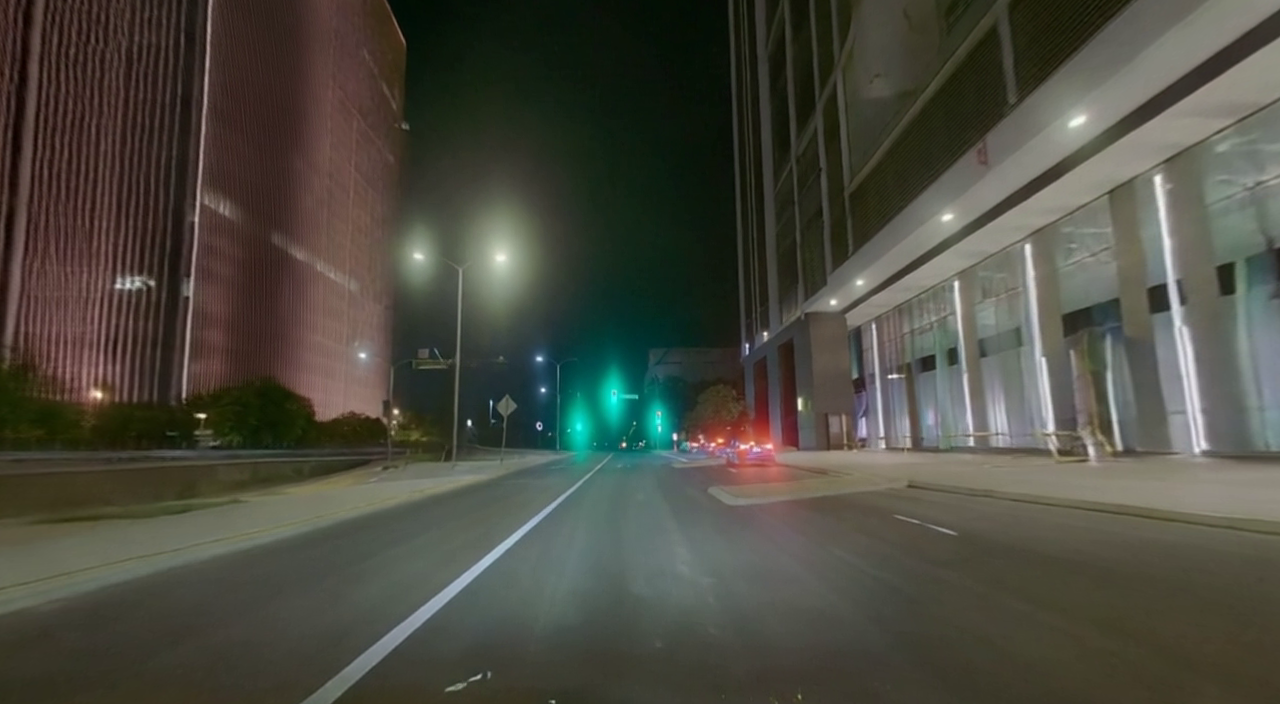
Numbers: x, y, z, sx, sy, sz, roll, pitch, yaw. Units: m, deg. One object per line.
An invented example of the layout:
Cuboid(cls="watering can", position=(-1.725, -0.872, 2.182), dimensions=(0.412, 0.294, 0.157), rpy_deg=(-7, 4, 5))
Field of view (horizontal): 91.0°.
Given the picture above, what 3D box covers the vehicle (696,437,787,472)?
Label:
Cuboid(cls="vehicle", position=(4.697, 4.676, 29.022), dimensions=(3.844, 1.524, 1.847), rpy_deg=(5, -9, -31))
